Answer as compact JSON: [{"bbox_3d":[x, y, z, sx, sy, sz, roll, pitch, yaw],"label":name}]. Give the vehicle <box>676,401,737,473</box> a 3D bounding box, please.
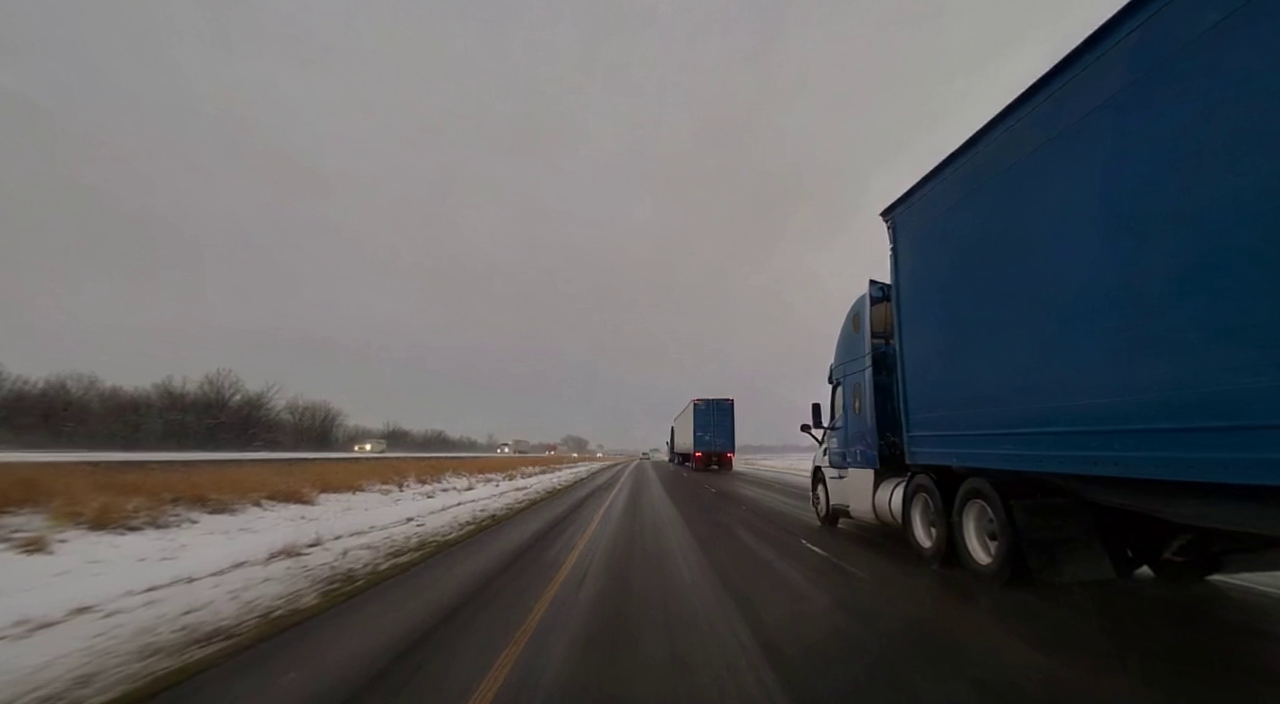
[{"bbox_3d":[4.303,5.971,43.599,2.818,4.206,12.987,0,-9,0],"label":"vehicle"}]
